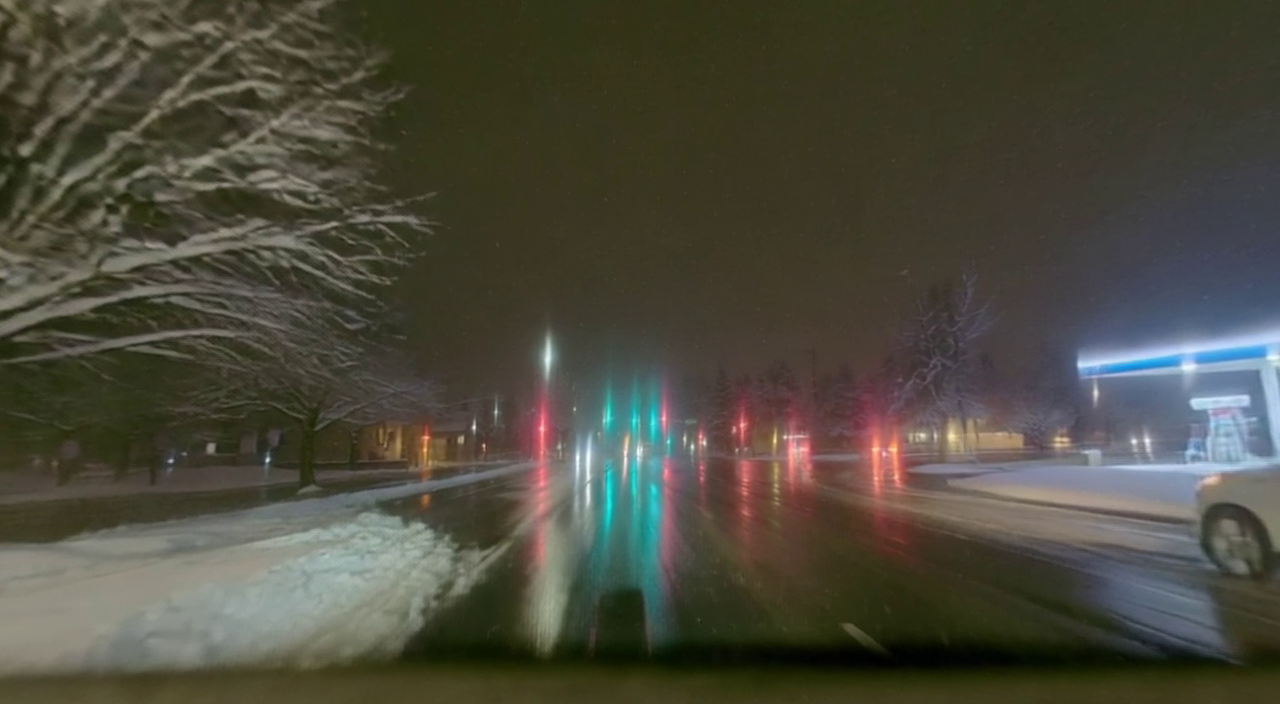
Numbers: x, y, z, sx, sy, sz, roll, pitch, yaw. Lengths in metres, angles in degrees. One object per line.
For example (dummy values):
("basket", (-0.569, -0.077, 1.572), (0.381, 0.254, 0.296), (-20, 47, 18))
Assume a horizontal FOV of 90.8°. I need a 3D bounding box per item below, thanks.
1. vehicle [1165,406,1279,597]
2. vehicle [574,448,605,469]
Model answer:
("vehicle", (6.644, 1.184, 4.688), (1.950, 1.668, 4.053), (0, -9, 0))
("vehicle", (-3.804, 8.093, 48.222), (2.049, 1.449, 4.213), (0, -9, 0))
